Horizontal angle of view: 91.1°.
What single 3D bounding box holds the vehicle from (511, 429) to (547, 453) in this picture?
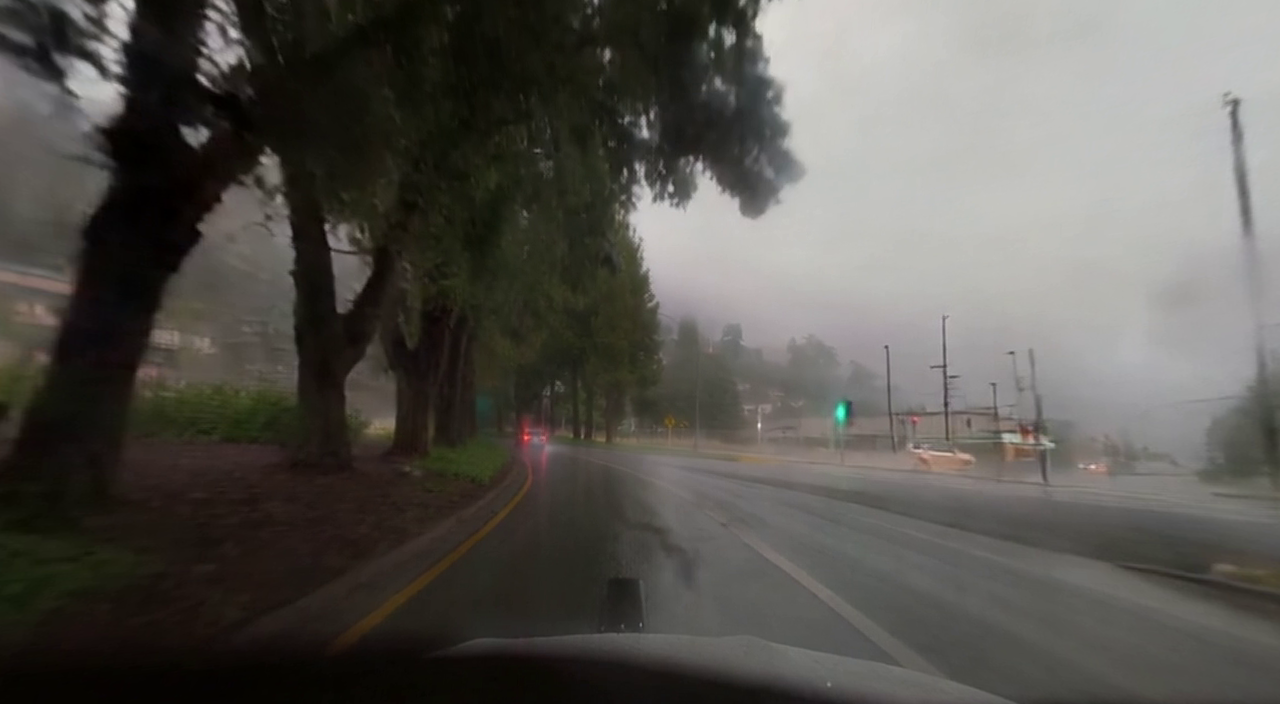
[{"bbox_3d":[-8.255,6.577,46.317,1.947,1.729,4.051,3,-9,-19],"label":"vehicle"}]
